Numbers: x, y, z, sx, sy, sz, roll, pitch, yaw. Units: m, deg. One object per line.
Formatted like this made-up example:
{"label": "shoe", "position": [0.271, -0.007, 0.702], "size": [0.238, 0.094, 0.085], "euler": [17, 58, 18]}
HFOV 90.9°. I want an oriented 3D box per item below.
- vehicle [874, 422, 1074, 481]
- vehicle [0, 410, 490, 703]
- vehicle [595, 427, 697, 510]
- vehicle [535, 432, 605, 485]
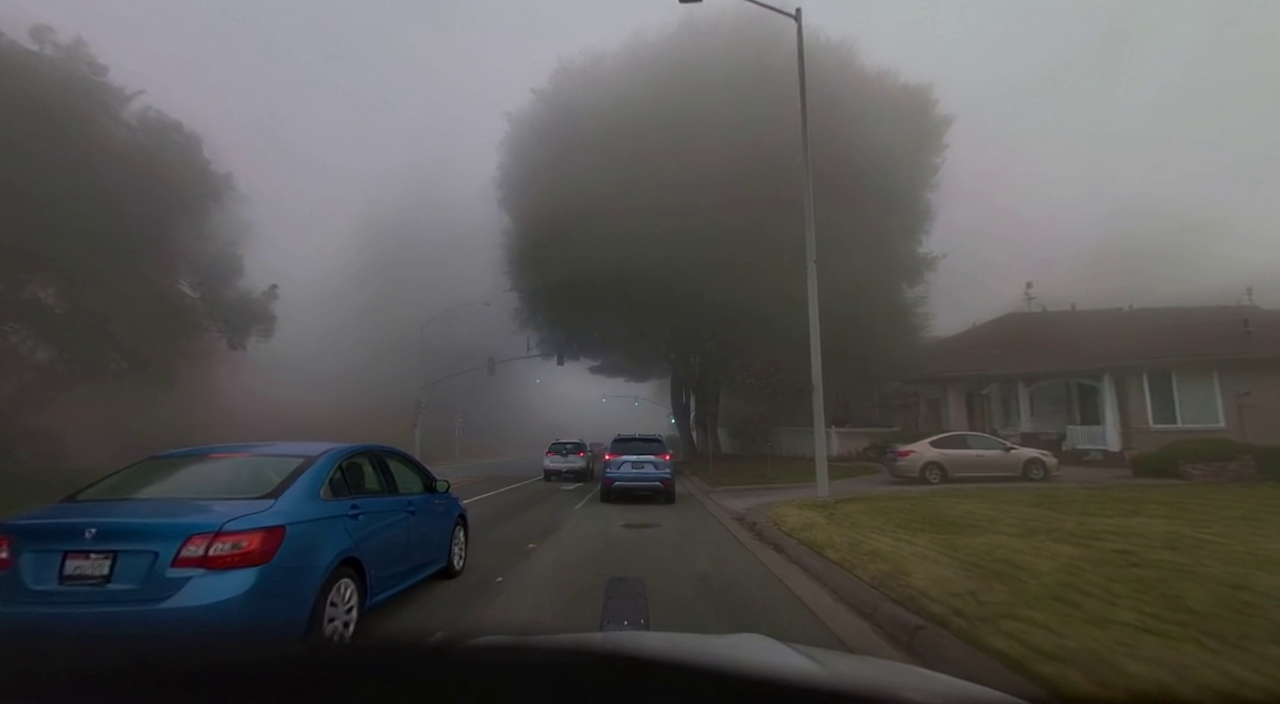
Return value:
{"label": "vehicle", "position": [9.137, 2.761, 17.560], "size": [4.456, 1.504, 1.914], "euler": [0, -8, 0]}
{"label": "vehicle", "position": [-2.836, 1.344, 5.119], "size": [1.968, 1.472, 4.685], "euler": [0, -9, 1]}
{"label": "vehicle", "position": [0.105, 2.720, 15.133], "size": [2.120, 1.718, 3.909], "euler": [0, -9, 0]}
{"label": "vehicle", "position": [-2.466, 3.893, 23.282], "size": [2.000, 1.737, 4.133], "euler": [0, -9, 2]}
